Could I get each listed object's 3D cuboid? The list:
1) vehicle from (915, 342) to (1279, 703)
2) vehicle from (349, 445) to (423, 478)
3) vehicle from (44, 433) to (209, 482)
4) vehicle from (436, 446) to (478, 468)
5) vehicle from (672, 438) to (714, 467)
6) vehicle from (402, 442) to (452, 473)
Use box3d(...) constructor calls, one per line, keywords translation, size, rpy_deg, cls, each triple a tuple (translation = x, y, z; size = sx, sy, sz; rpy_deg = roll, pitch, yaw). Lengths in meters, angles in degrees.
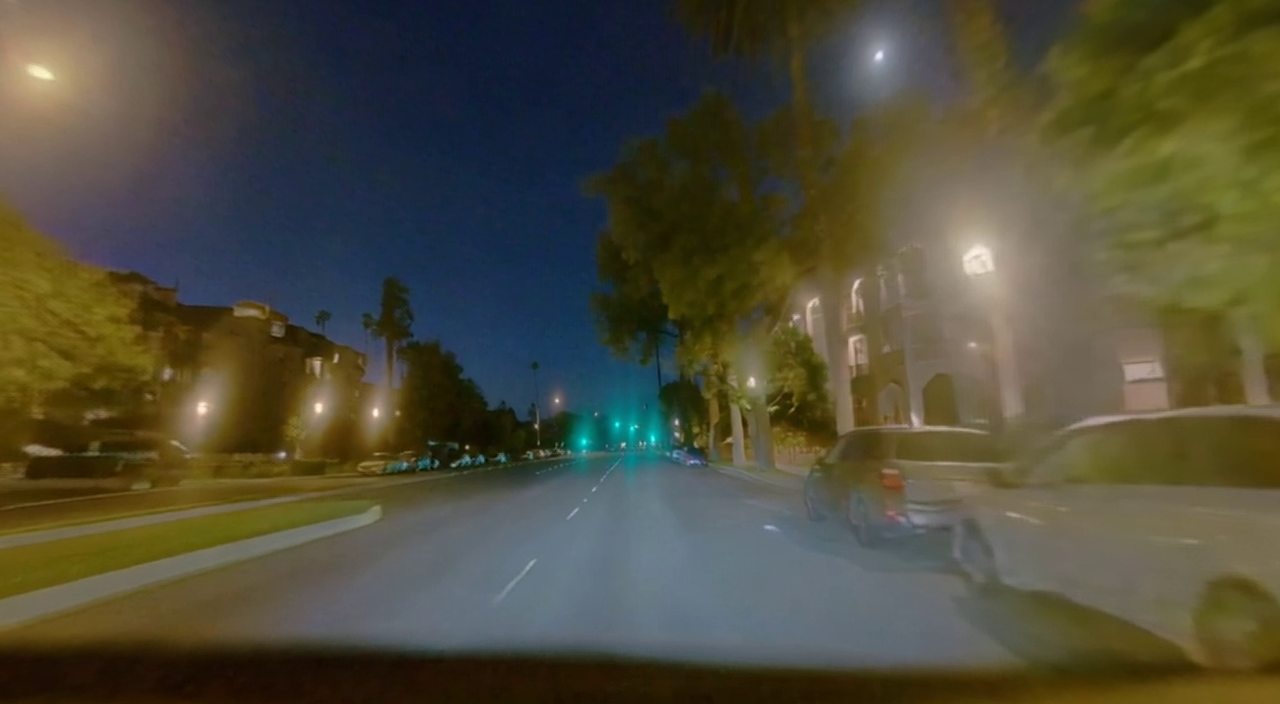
box3d(translation=(3.834, 1.058, 4.127), size=(1.912, 1.790, 4.715), rpy_deg=(0, -9, 0), cls="vehicle")
box3d(translation=(-13.732, 5.912, 34.431), size=(2.131, 1.492, 4.310), rpy_deg=(-1, -7, 2), cls="vehicle")
box3d(translation=(-22.732, 4.687, 28.148), size=(5.386, 2.043, 2.124), rpy_deg=(0, -9, -1), cls="vehicle")
box3d(translation=(-13.739, 7.861, 47.633), size=(1.921, 1.498, 4.460), rpy_deg=(0, -7, -1), cls="vehicle")
box3d(translation=(3.356, 6.486, 40.729), size=(2.221, 1.718, 5.192), rpy_deg=(0, -9, 0), cls="vehicle")
box3d(translation=(-13.732, 6.814, 40.978), size=(1.844, 1.764, 4.183), rpy_deg=(-1, -7, 0), cls="vehicle")
